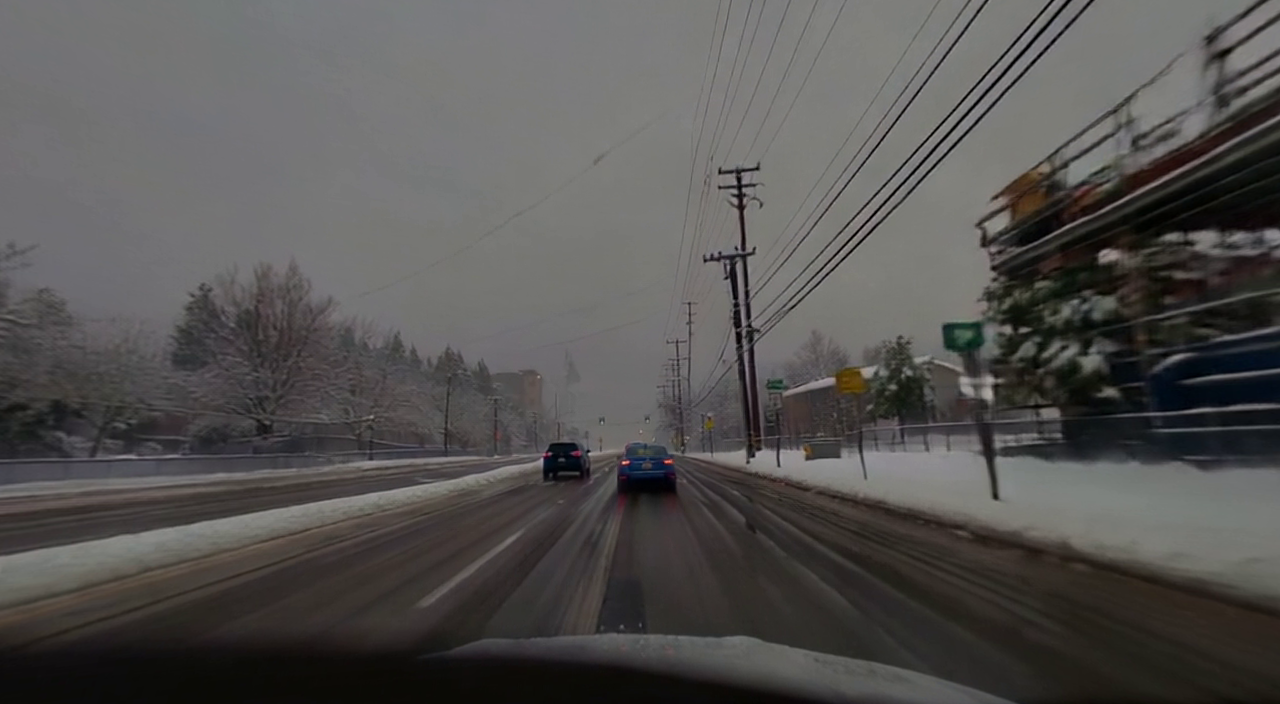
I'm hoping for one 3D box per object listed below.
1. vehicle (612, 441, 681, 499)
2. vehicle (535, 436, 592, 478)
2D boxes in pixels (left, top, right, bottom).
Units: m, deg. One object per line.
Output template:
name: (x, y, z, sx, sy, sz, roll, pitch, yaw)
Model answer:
vehicle: (0.185, 3.771, 20.575, 2.059, 1.691, 3.980, 0, -8, 0)
vehicle: (-3.525, 4.920, 29.751, 2.078, 1.804, 4.387, 0, -8, 1)
